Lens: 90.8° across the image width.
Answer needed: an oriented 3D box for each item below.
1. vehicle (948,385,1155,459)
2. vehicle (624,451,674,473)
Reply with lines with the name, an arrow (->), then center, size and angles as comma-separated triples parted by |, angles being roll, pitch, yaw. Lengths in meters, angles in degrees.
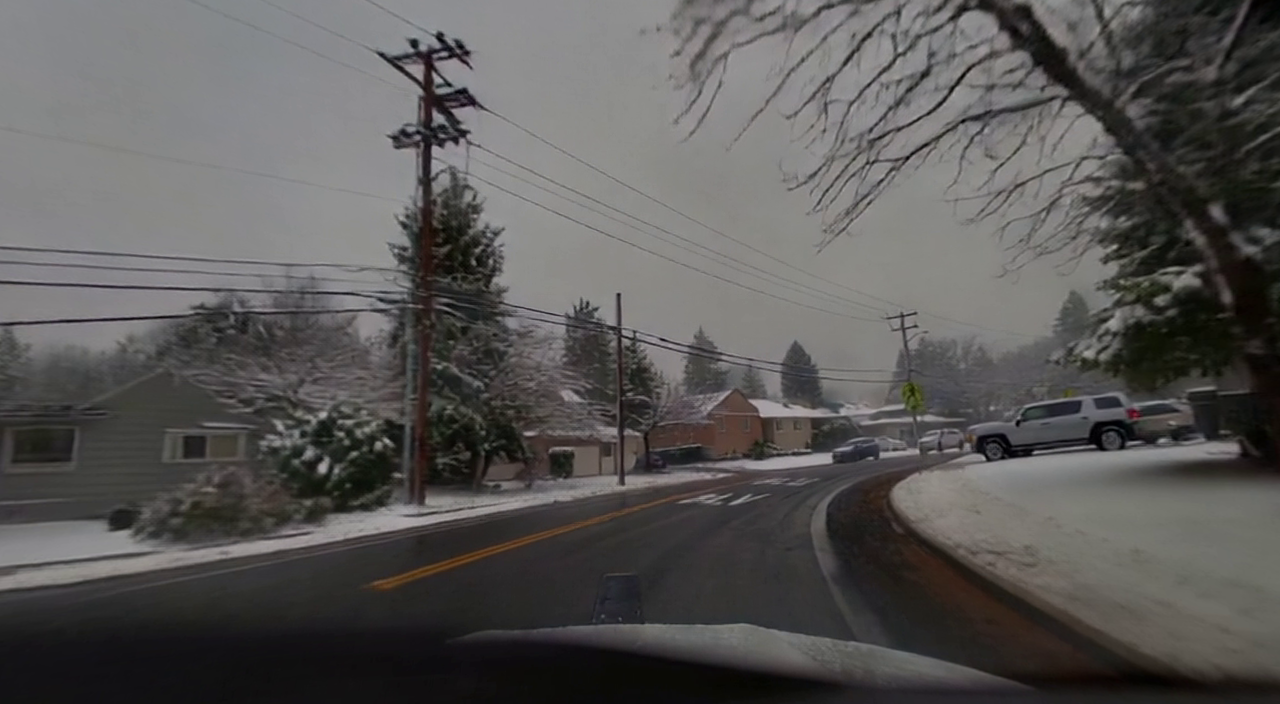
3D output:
vehicle -> 12.508, 2.247, 19.537 | 5.011, 2.014, 2.056 | -6, -11, 34
vehicle -> 0.642, 8.309, 47.779 | 1.842, 1.489, 3.697 | 6, -10, -39
